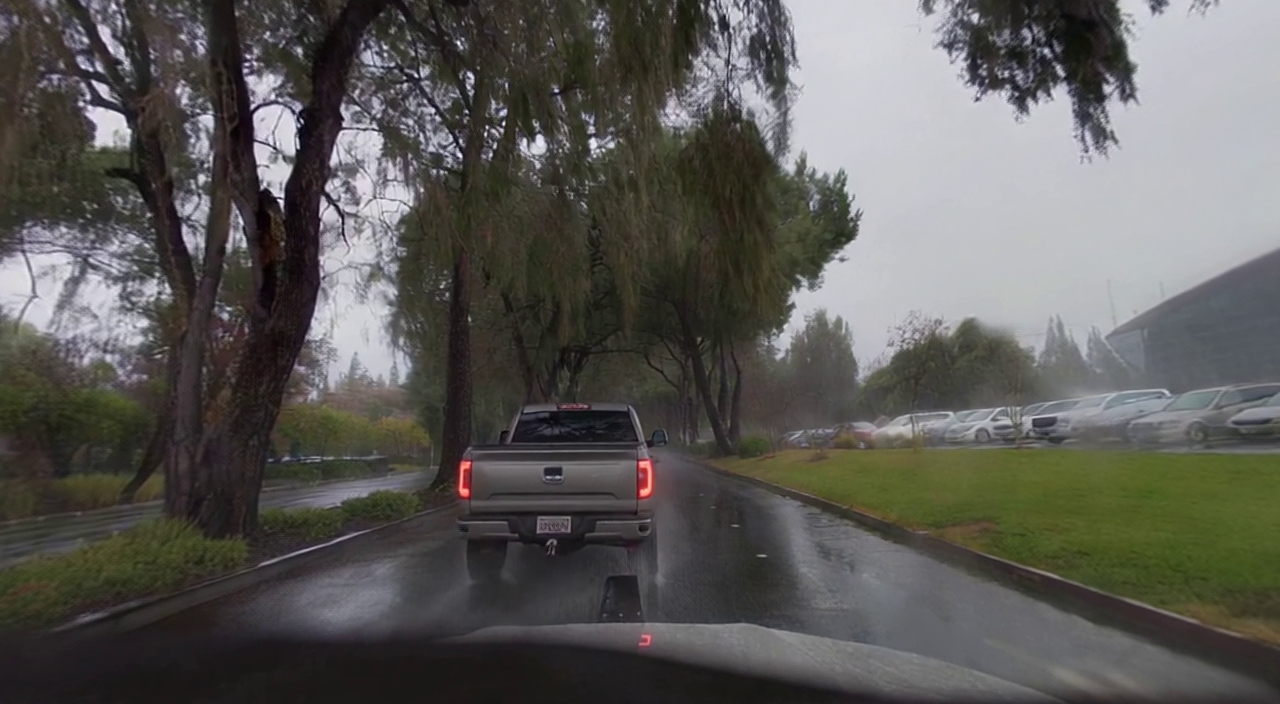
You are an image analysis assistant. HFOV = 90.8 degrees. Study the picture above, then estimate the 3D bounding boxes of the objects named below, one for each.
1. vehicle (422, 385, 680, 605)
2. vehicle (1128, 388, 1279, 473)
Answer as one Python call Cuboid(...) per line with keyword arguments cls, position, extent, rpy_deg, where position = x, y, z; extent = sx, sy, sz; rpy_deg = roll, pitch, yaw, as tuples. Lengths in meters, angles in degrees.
Cuboid(cls="vehicle", position=(-0.670, 1.562, 7.874), extent=(2.157, 1.816, 5.039), rpy_deg=(0, -8, 2))
Cuboid(cls="vehicle", position=(11.876, 1.422, 11.475), extent=(4.298, 1.392, 1.944), rpy_deg=(-1, -8, 2))
